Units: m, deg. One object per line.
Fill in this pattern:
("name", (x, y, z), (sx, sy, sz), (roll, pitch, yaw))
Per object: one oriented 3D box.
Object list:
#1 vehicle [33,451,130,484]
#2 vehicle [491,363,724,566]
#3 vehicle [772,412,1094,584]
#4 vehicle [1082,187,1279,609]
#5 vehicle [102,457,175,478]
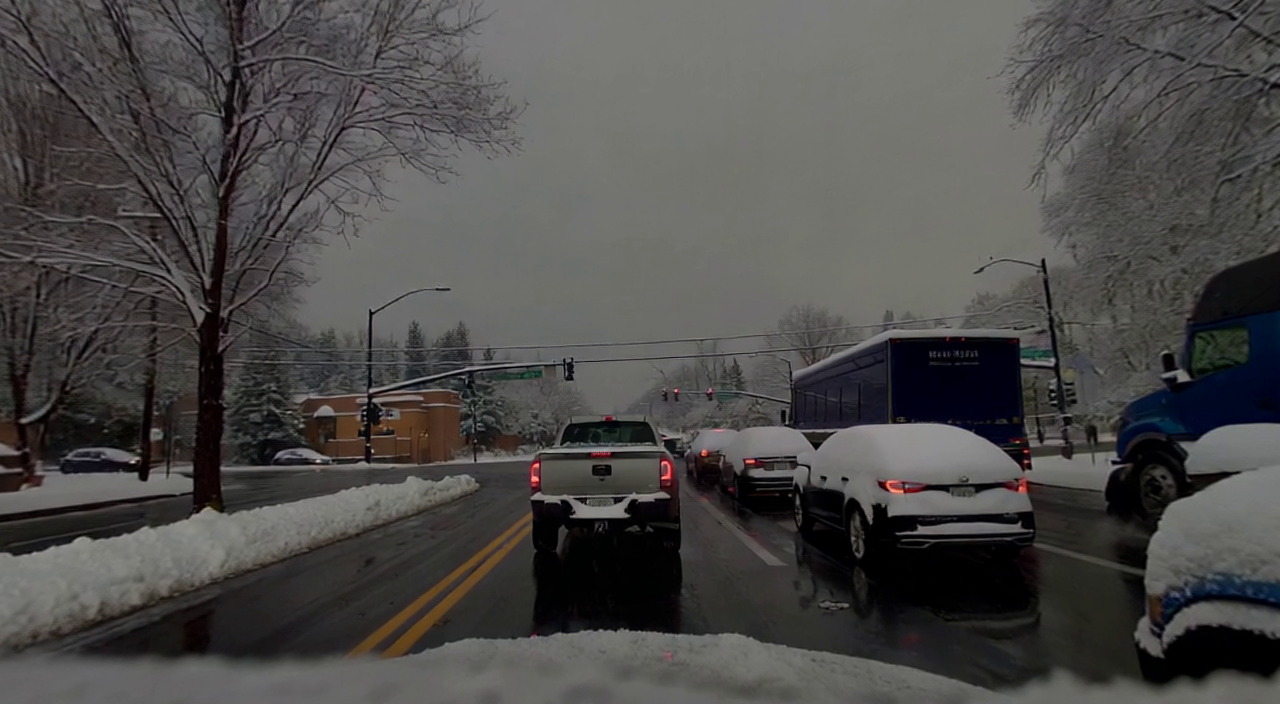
("vehicle", (-28.571, 5.899, 32.483), (1.730, 1.534, 3.922), (1, -9, -7))
("vehicle", (-0.362, 1.596, 9.459), (2.499, 2.183, 5.111), (0, -9, 0))
("vehicle", (3.254, 1.737, 8.437), (1.905, 1.587, 4.998), (0, -9, 0))
("vehicle", (6.526, 0.107, 3.358), (2.802, 3.322, 7.429), (0, -9, -1))
("vehicle", (-38.151, 8.790, 48.130), (4.150, 1.474, 1.826), (-1, -9, 6))
